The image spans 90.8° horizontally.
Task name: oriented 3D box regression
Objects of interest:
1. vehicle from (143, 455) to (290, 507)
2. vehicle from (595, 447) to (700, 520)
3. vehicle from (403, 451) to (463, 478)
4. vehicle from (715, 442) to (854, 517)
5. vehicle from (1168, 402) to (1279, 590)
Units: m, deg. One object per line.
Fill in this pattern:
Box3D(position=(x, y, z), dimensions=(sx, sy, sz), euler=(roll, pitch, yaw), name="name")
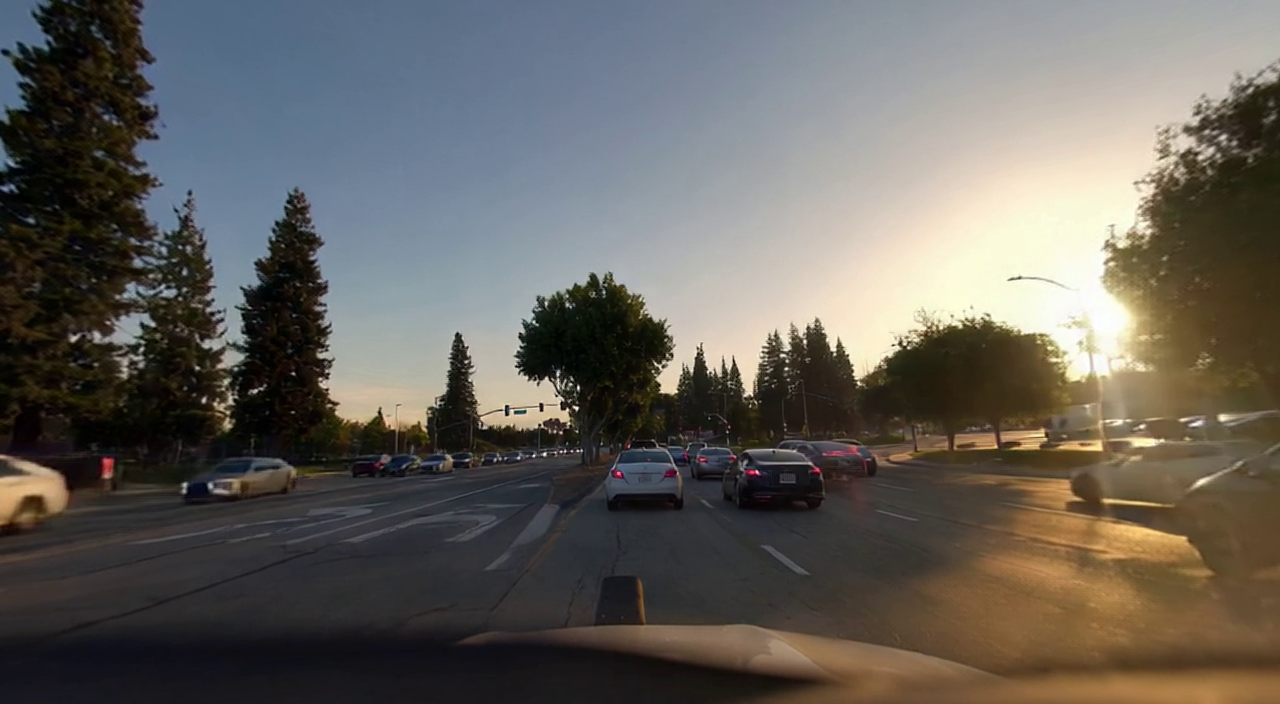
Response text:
Box3D(position=(-13.998, 4.243, 21.332), dimensions=(2.018, 1.469, 4.916), euler=(1, -9, -7), name="vehicle")
Box3D(position=(0.078, 2.797, 13.983), dimensions=(1.990, 1.347, 4.067), euler=(0, -9, -2), name="vehicle")
Box3D(position=(-12.159, 6.633, 37.501), dimensions=(2.002, 1.500, 4.536), euler=(0, -9, 0), name="vehicle")
Box3D(position=(3.110, 2.858, 14.839), dimensions=(1.970, 1.445, 4.974), euler=(0, -9, -2), name="vehicle")
Box3D(position=(6.932, 1.176, 4.796), dimensions=(1.987, 1.730, 4.373), euler=(0, -9, 0), name="vehicle")
